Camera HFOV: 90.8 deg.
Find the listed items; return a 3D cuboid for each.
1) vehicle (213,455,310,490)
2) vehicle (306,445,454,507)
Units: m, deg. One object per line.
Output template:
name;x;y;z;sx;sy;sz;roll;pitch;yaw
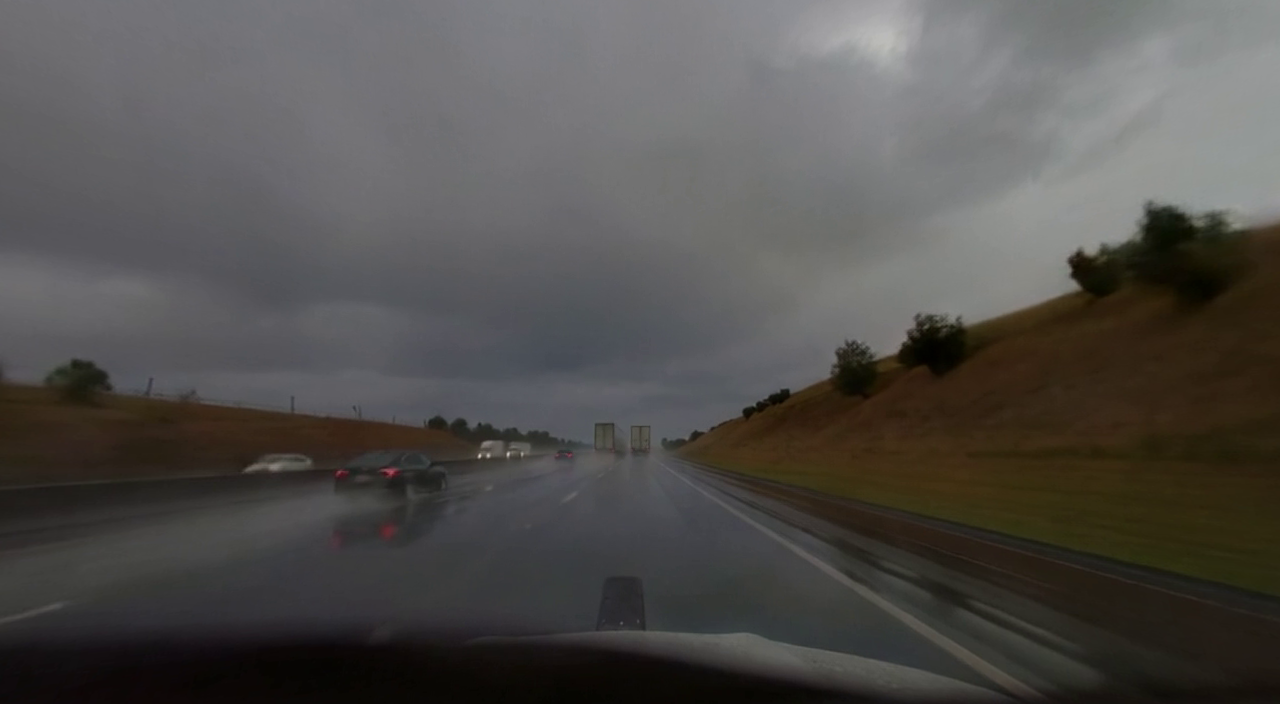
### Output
vehicle;-17.445;5.553;29.345;1.830;1.441;4.274;0;-9;0
vehicle;-7.008;3.377;17.746;2.036;1.474;5.011;0;-9;0
